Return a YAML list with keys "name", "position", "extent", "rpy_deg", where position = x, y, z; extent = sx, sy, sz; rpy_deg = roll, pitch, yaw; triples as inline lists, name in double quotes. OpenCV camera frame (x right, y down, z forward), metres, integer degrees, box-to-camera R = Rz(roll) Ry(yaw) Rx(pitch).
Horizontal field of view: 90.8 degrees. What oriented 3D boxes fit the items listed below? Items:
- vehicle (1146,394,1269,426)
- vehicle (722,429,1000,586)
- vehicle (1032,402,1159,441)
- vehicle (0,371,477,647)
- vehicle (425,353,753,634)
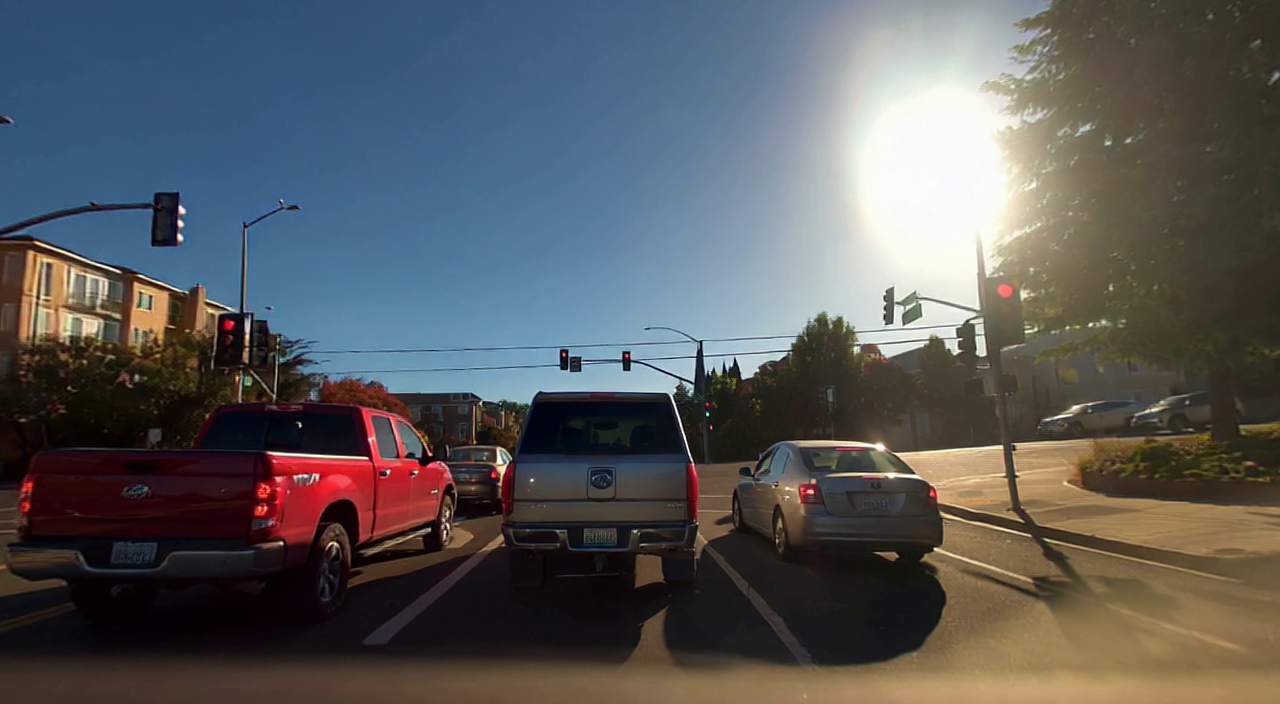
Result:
- name: "vehicle"
  position: [29.277, 3.041, 32.679]
  extent: [4.540, 1.543, 1.803]
  rpy_deg: [0, -9, 1]
- name: "vehicle"
  position: [2.413, 1.819, 8.291]
  extent: [2.016, 1.481, 4.336]
  rpy_deg: [0, -9, -1]
- name: "vehicle"
  position: [23.298, 3.605, 32.467]
  extent: [4.721, 1.866, 2.188]
  rpy_deg: [0, -9, 2]
- name: "vehicle"
  position: [-3.459, 1.422, 6.860]
  extent: [2.146, 1.828, 5.148]
  rpy_deg: [0, -9, -2]
- name: "vehicle"
  position: [-0.390, 1.312, 6.730]
  extent: [2.282, 1.964, 4.421]
  rpy_deg: [0, -9, -1]
